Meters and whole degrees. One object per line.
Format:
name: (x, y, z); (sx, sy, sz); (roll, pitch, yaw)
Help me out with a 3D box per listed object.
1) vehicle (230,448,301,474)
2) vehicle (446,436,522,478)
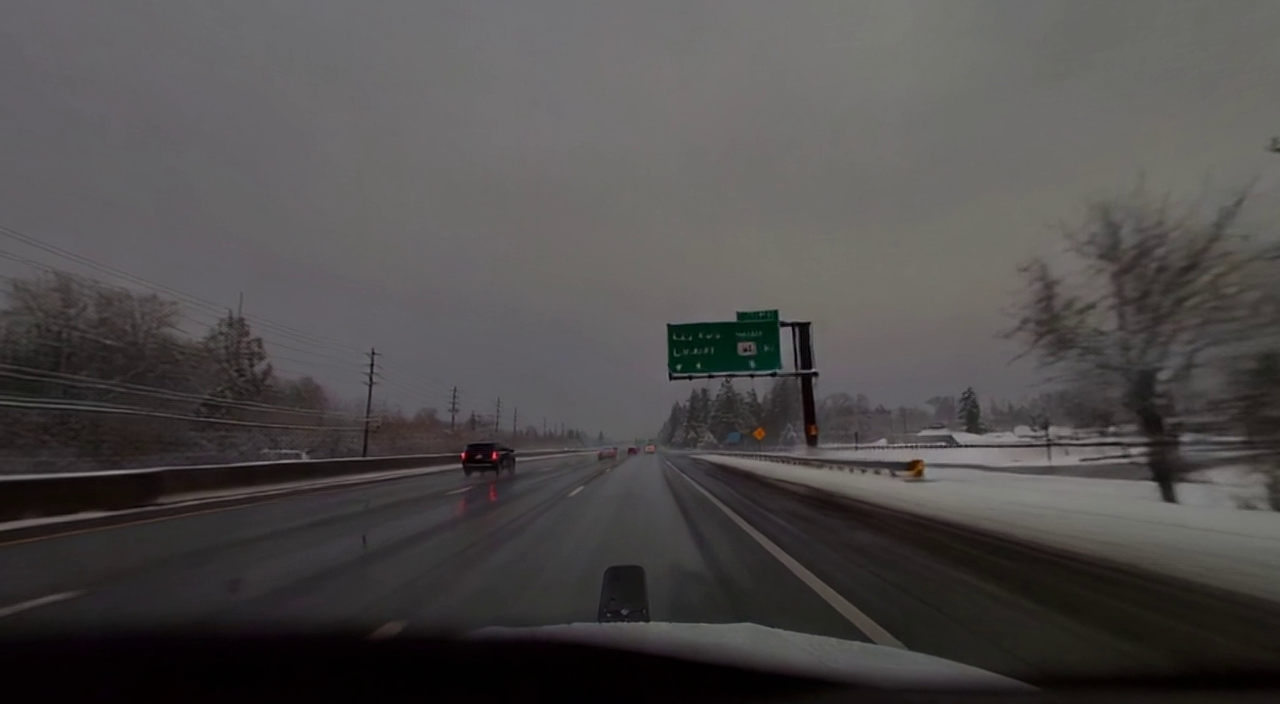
vehicle: (-25.209, 7.351, 42.632); (1.869, 1.569, 4.717); (0, -8, 0)
vehicle: (-7.009, 4.759, 28.898); (2.118, 1.696, 4.836); (-1, -8, 2)
